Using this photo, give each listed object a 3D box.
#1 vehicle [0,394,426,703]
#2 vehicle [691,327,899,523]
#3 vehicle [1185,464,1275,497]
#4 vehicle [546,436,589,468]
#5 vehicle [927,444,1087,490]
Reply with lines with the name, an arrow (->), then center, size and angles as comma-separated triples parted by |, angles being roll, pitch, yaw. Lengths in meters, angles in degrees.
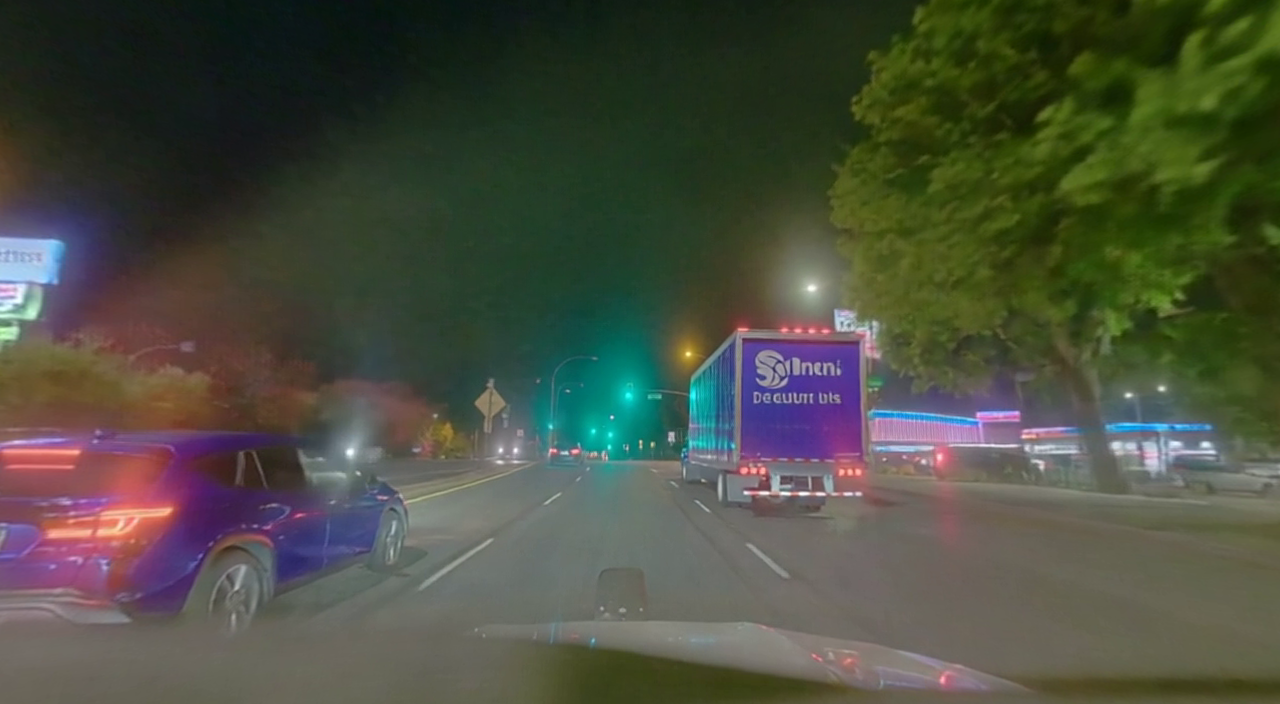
vehicle -> -3.468, 1.282, 5.156 | 1.828, 1.515, 4.422 | 0, -9, 0
vehicle -> 3.225, 1.959, 15.983 | 2.905, 3.644, 8.441 | 0, -8, -1
vehicle -> 34.980, 7.598, 37.389 | 2.066, 1.643, 4.614 | -3, -9, 19
vehicle -> -4.409, 6.113, 38.360 | 2.388, 1.811, 4.455 | 1, -9, -6
vehicle -> 16.172, 5.082, 28.059 | 5.670, 1.895, 2.219 | -2, -9, 15
